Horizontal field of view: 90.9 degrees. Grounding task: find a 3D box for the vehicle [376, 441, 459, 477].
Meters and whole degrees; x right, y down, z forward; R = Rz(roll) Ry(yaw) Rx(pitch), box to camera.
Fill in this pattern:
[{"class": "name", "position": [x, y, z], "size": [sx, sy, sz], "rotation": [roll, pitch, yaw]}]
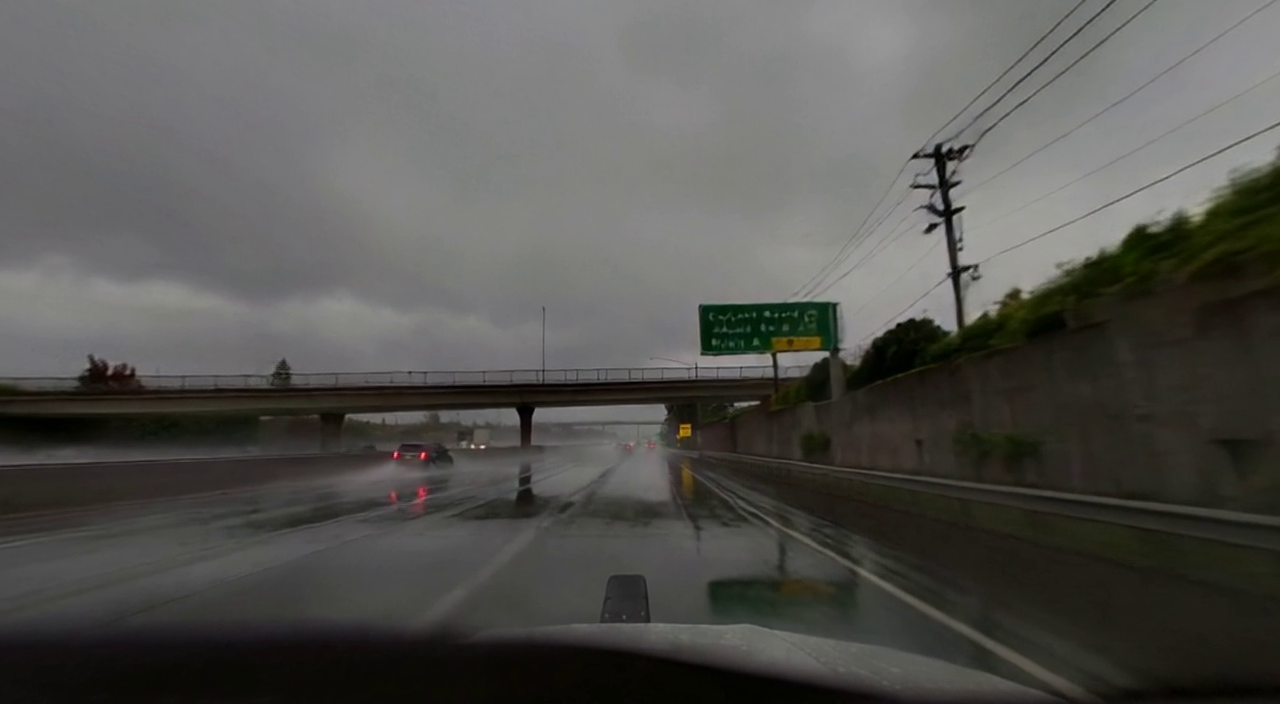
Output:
[{"class": "vehicle", "position": [-9.995, 4.829, 28.758], "size": [2.056, 1.476, 4.562], "rotation": [0, -8, 1]}]
